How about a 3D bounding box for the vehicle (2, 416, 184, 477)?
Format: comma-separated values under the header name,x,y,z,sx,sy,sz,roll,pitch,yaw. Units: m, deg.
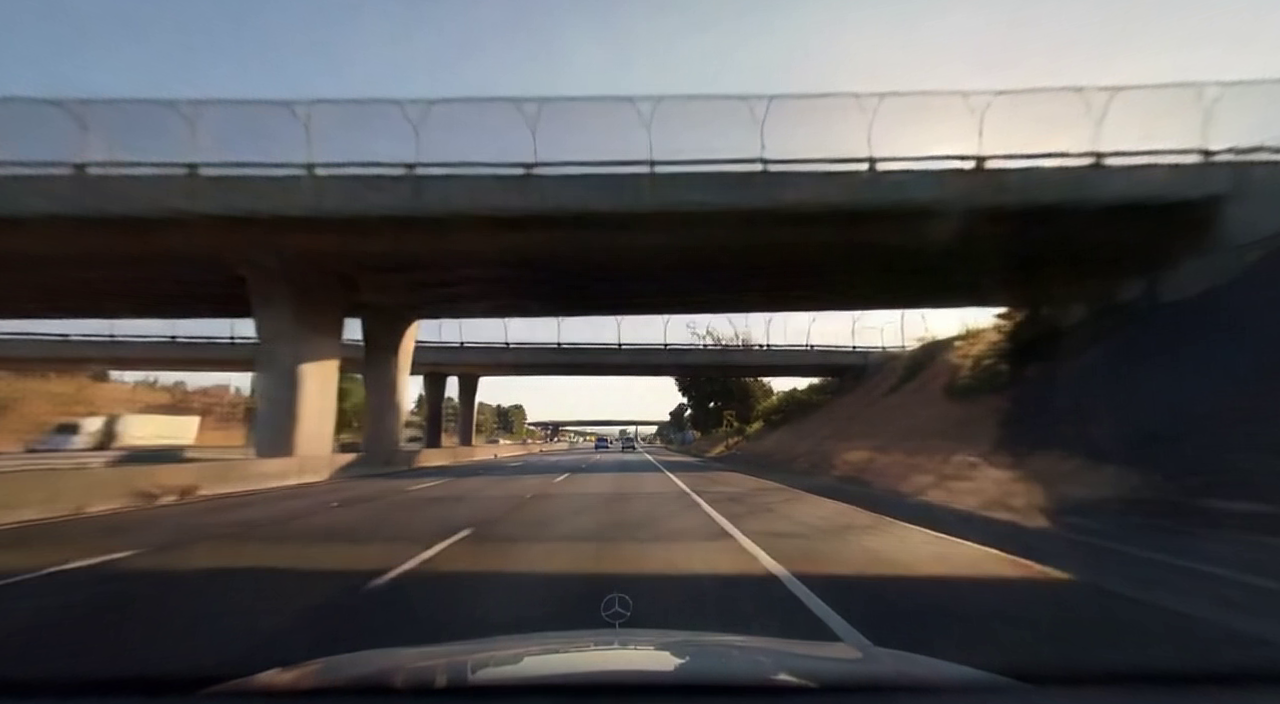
name,x,y,z,sx,sy,sz,roll,pitch,yaw
vehicle,-25.742,4.482,30.178,2.329,2.580,7.176,0,-8,-1
